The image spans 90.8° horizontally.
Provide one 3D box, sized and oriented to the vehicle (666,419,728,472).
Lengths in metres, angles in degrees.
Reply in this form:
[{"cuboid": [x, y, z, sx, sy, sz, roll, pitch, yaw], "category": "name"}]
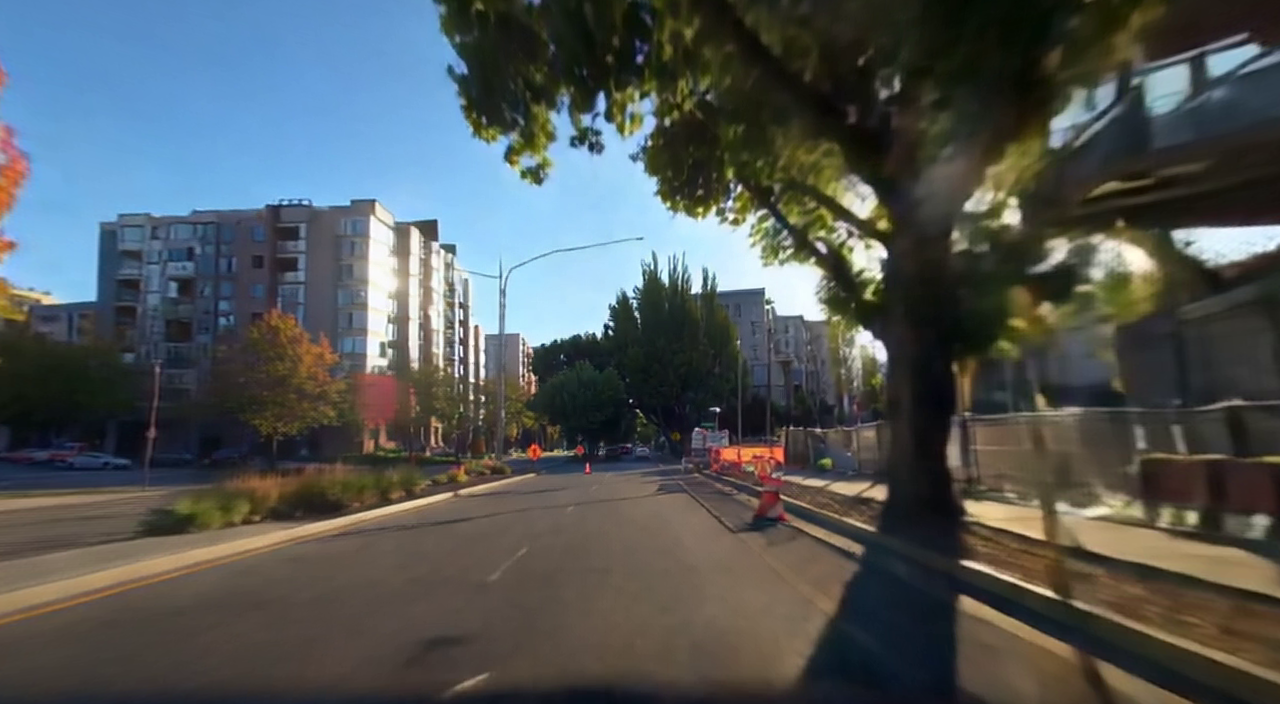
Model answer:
[{"cuboid": [3.061, 5.113, 34.694, 2.849, 2.686, 3.176, -1, -8, -4], "category": "vehicle"}]
